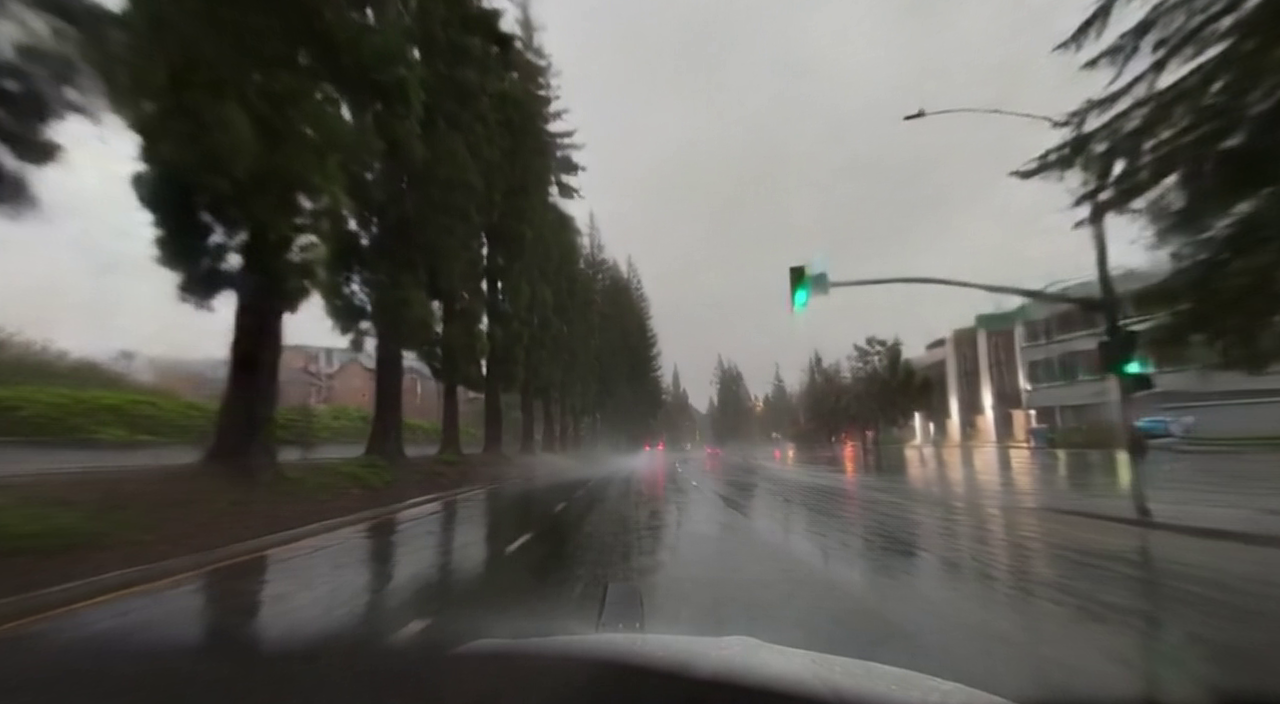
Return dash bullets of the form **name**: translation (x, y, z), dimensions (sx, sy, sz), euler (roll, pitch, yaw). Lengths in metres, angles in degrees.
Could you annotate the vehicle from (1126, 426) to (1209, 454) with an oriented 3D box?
- **vehicle**: translation (30.749, 5.140, 36.874), dimensions (3.366, 1.397, 1.537), euler (-2, -11, -2)
